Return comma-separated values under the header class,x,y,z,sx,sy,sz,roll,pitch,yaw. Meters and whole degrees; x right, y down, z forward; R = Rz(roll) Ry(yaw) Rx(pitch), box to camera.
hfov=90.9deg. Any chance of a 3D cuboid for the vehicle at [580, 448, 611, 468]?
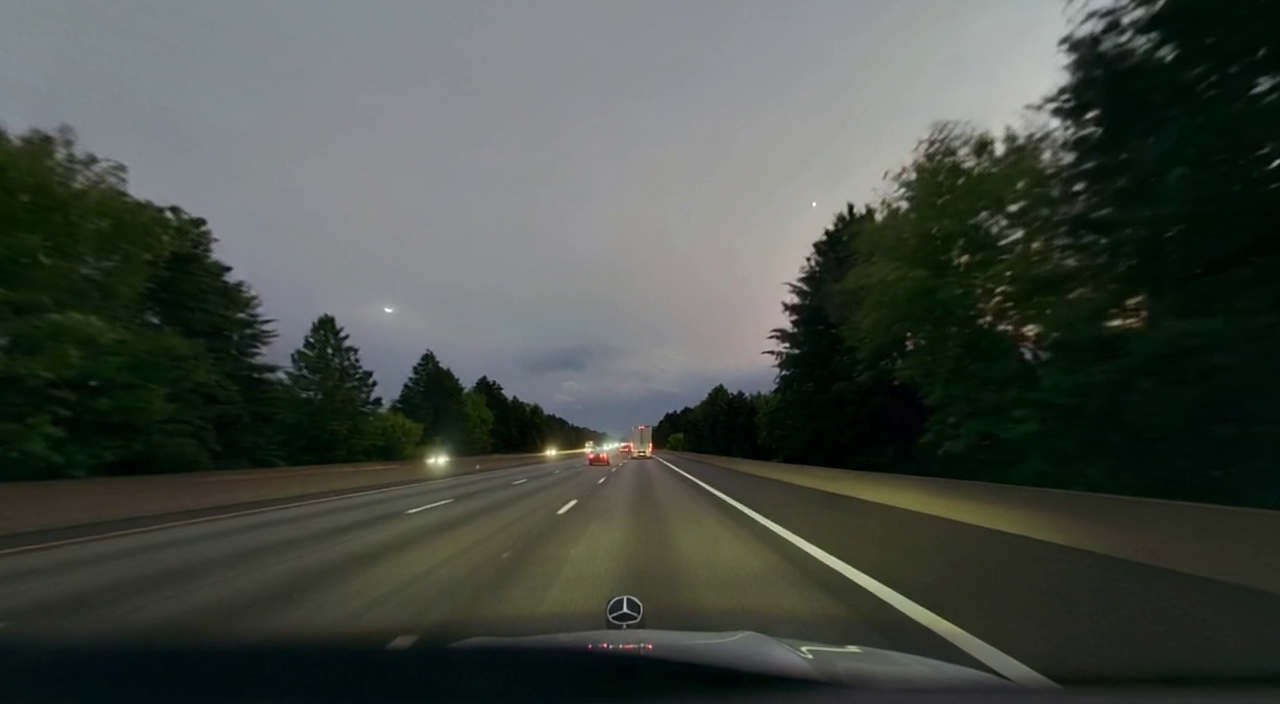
class,x,y,z,sx,sy,sz,roll,pitch,yaw
vehicle,-3.423,8.240,49.165,2.085,1.506,4.101,0,-9,0
